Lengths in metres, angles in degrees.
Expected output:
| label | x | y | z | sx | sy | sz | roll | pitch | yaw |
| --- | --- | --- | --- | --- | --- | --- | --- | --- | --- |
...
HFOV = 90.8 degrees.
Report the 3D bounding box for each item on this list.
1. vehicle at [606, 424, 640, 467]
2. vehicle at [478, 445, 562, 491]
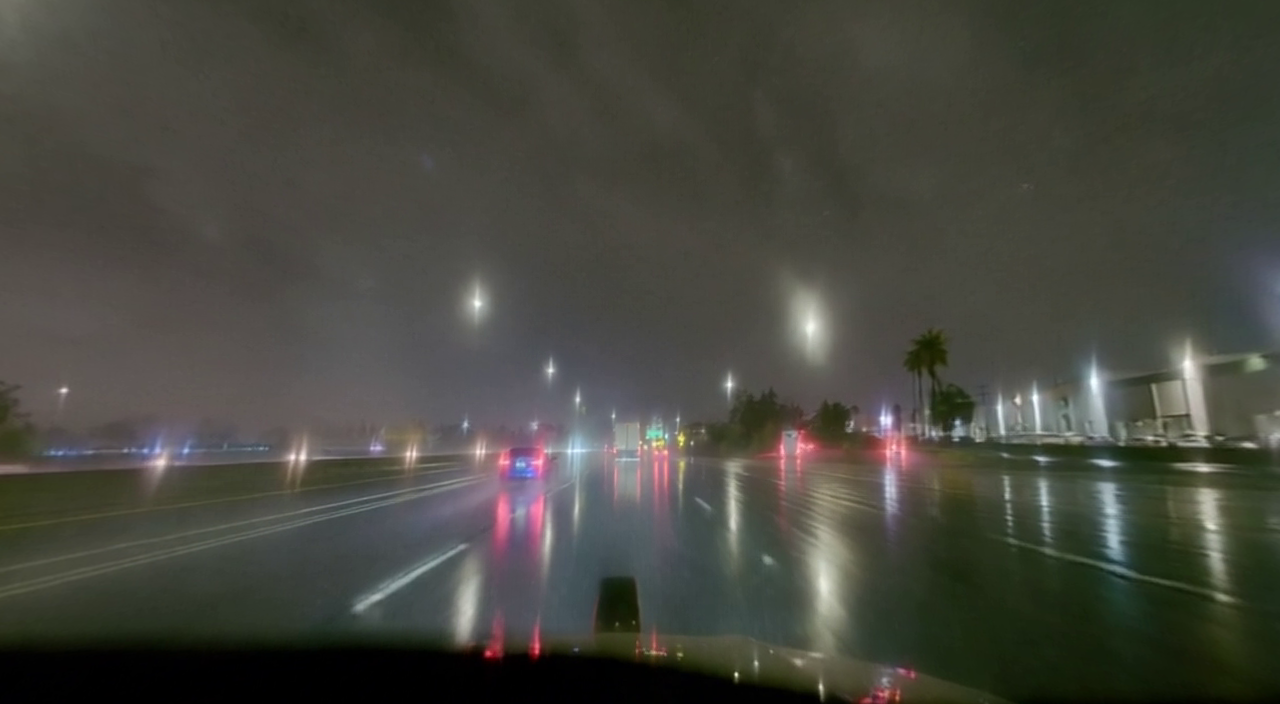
| label | x | y | z | sx | sy | sz | roll | pitch | yaw |
| --- | --- | --- | --- | --- | --- | --- | --- | --- | --- |
| vehicle | -1.244 | 7.056 | 47.657 | 2.364 | 2.953 | 6.495 | 0 | -8 | -1 |
| vehicle | -4.084 | 4.006 | 22.284 | 2.097 | 1.447 | 4.291 | 0 | -8 | 0 |
